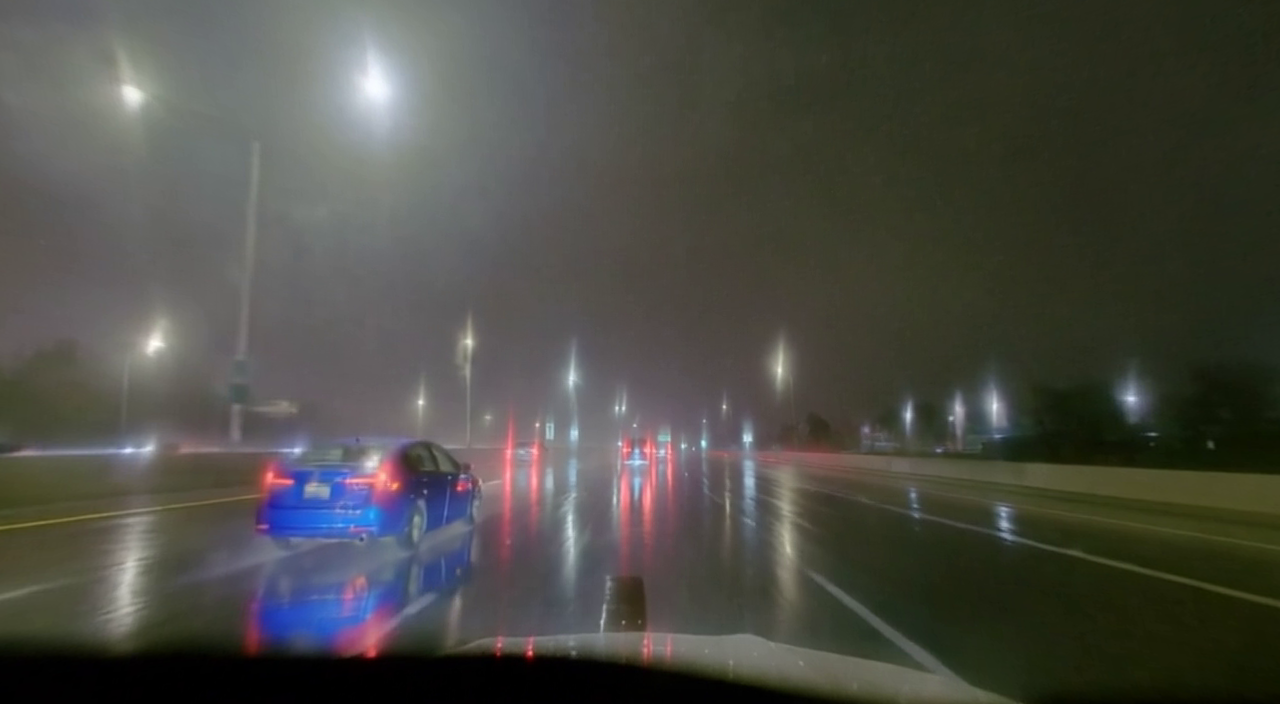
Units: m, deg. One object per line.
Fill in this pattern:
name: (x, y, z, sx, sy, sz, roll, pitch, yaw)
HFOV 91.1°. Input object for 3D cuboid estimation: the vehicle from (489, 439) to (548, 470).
vehicle: (-6.278, 5.359, 33.002, 1.994, 1.519, 4.668, 0, -9, 2)

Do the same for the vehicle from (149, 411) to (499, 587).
vehicle: (-3.476, 1.713, 8.199, 2.124, 1.607, 4.531, 0, -9, 1)

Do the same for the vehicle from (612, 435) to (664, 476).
vehicle: (-0.055, 4.627, 28.283, 2.155, 1.690, 4.318, 0, -9, 1)
